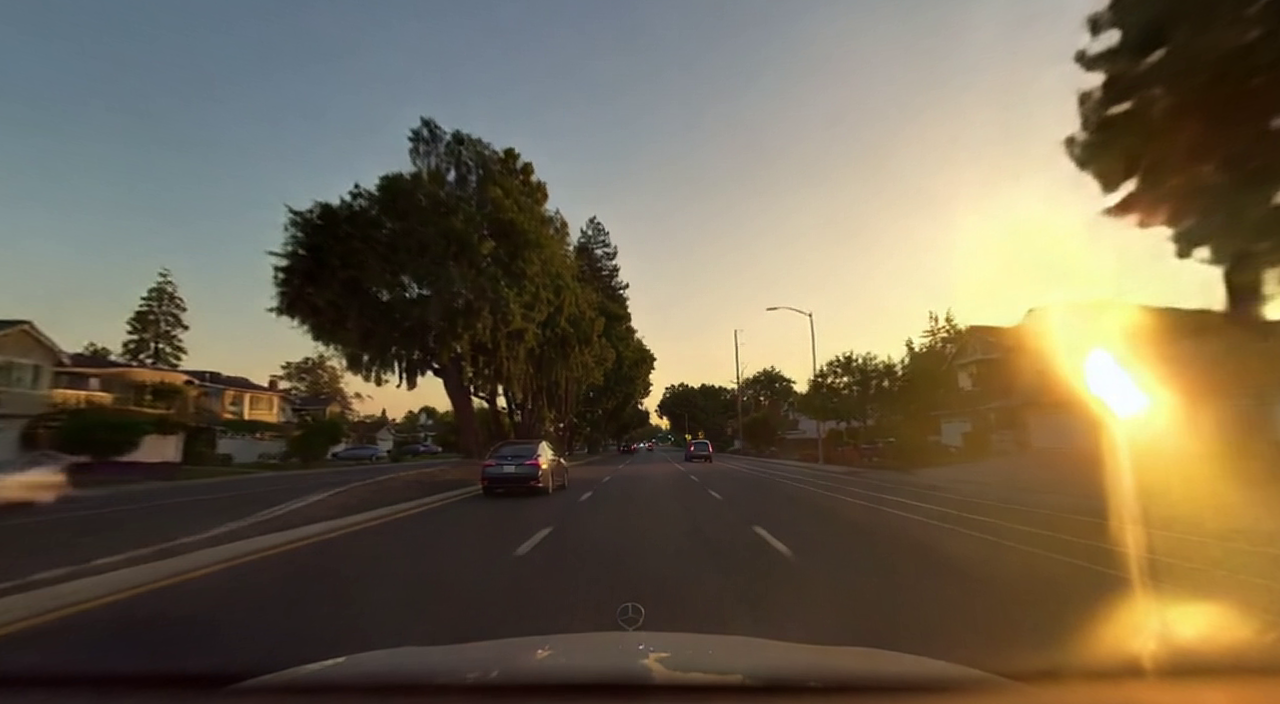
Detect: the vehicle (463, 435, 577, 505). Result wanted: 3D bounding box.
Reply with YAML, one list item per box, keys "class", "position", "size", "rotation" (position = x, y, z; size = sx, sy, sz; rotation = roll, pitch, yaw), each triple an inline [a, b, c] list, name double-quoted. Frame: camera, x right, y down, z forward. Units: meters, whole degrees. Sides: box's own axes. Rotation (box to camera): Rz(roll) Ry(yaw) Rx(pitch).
- class: "vehicle"
  position: [-2.884, 2.927, 16.161]
  size: [1.966, 1.524, 4.410]
  rotation: [0, -8, 1]

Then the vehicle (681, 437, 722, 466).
- class: "vehicle"
  position: [3.945, 6.458, 41.174]
  size: [2.114, 1.780, 4.445]
  rotation: [0, -8, -1]
